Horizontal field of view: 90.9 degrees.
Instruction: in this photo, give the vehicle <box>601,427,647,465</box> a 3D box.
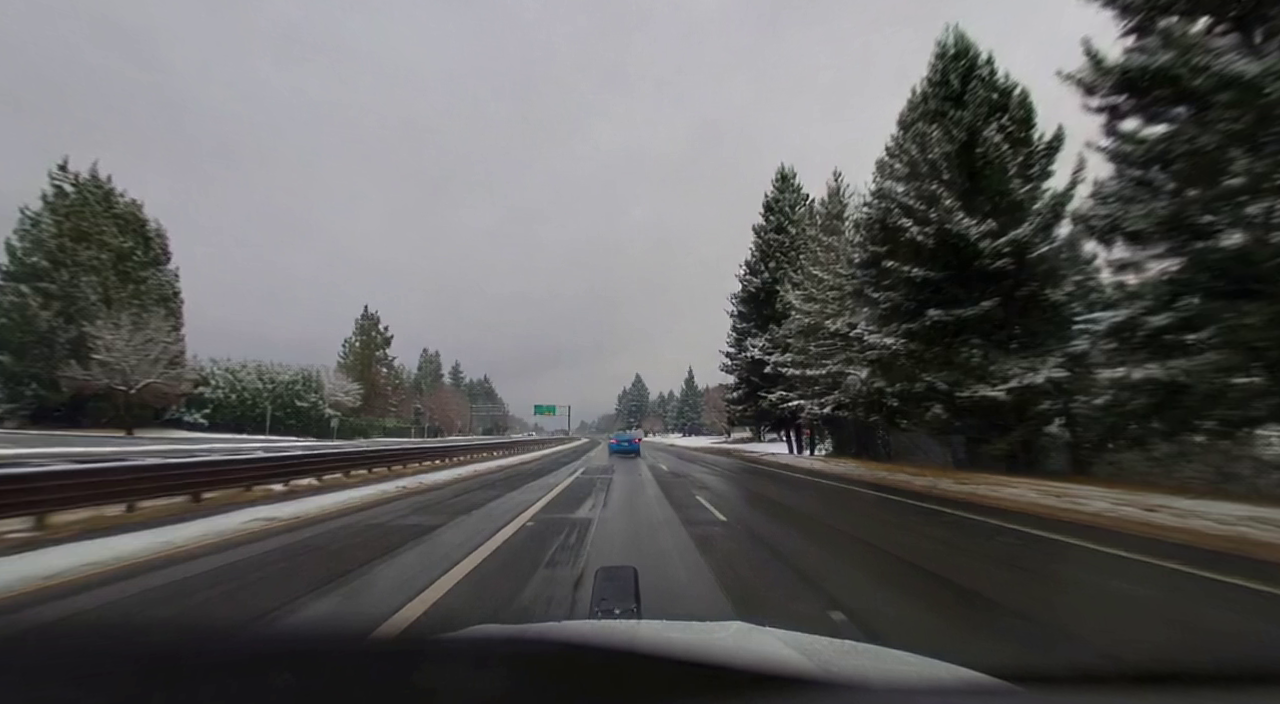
[{"bbox_3d":[-0.804,4.416,29.710,2.020,1.633,3.942,0,-8,-3],"label":"vehicle"}]
